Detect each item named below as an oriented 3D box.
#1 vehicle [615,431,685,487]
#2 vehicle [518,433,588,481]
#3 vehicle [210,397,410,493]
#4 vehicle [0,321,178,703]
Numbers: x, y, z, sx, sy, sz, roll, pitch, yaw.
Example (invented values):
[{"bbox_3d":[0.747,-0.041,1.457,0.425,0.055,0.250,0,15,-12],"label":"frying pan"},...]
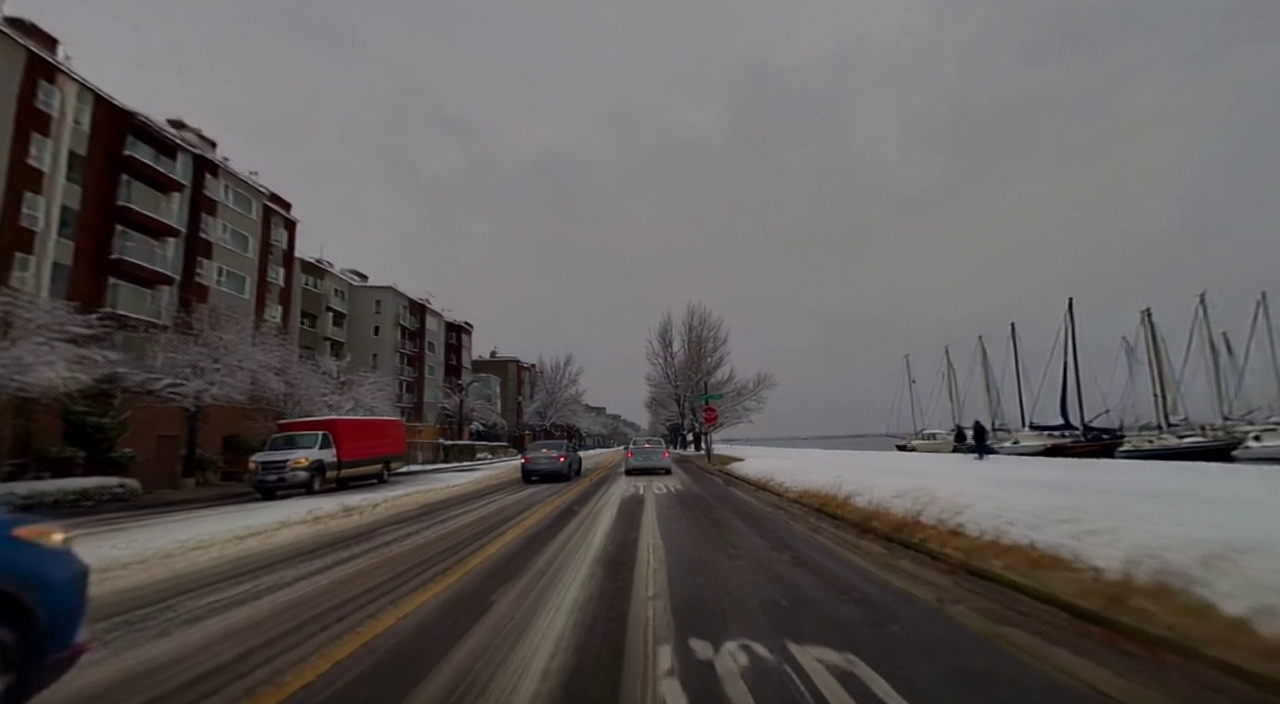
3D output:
[{"bbox_3d":[0.286,3.413,20.319,2.057,1.624,3.726,0,-9,0],"label":"vehicle"},{"bbox_3d":[-3.263,4.054,24.619,2.056,1.680,4.205,-1,-8,1],"label":"vehicle"},{"bbox_3d":[-13.182,3.934,26.617,2.924,3.288,9.352,-1,-9,3],"label":"vehicle"},{"bbox_3d":[-3.561,0.577,0.947,2.082,1.817,4.724,0,-9,1],"label":"vehicle"}]
